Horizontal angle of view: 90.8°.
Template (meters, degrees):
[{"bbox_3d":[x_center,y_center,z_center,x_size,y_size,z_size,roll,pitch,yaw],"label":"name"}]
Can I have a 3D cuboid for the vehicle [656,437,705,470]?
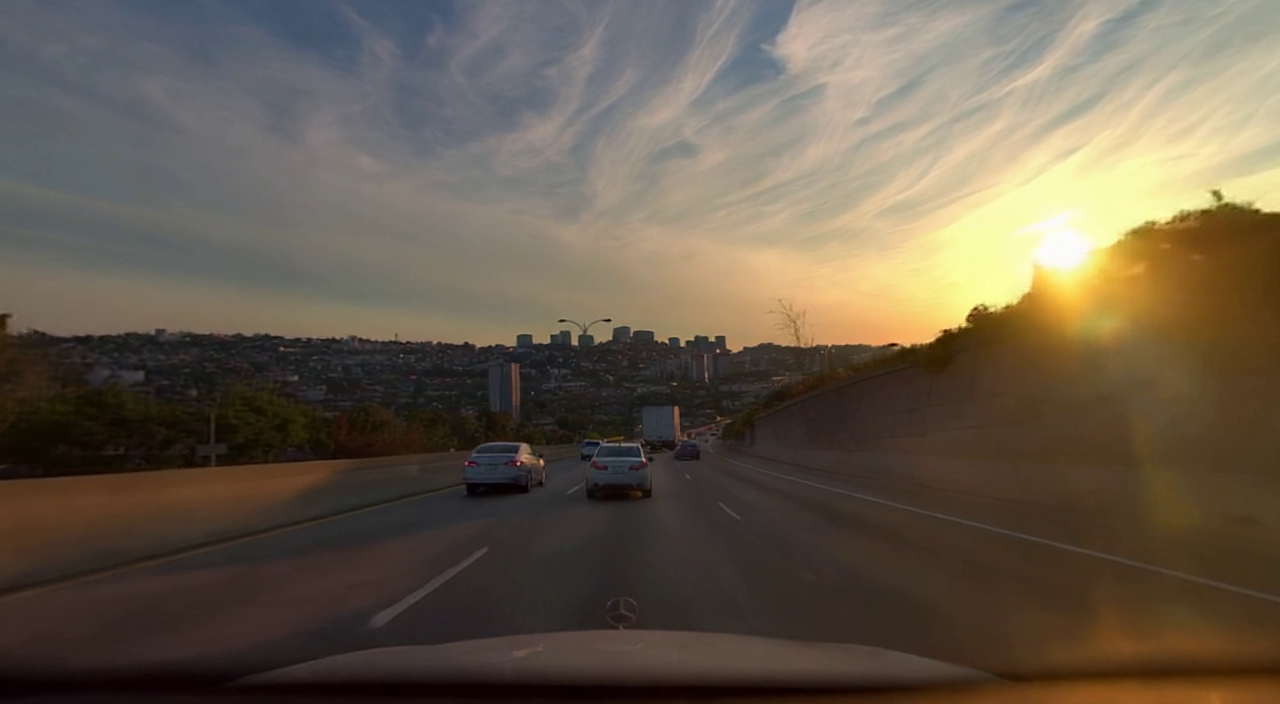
[{"bbox_3d":[2.130,5.547,34.676,2.166,1.666,4.618,0,-9,-3],"label":"vehicle"}]

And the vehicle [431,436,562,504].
[{"bbox_3d":[-3.500,3.008,16.563,2.130,1.474,5.027,-1,-9,2],"label":"vehicle"}]

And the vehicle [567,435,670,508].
[{"bbox_3d":[-0.401,2.777,15.086,2.136,1.470,3.971,-1,-9,1],"label":"vehicle"}]
